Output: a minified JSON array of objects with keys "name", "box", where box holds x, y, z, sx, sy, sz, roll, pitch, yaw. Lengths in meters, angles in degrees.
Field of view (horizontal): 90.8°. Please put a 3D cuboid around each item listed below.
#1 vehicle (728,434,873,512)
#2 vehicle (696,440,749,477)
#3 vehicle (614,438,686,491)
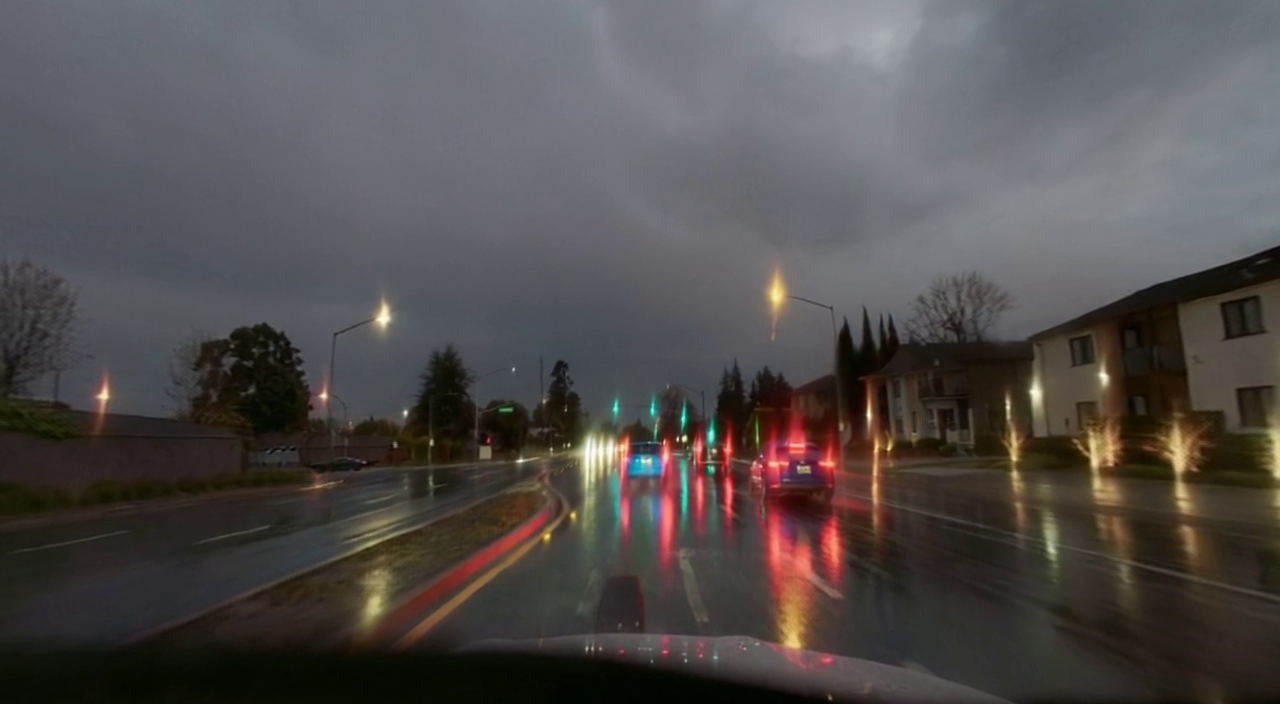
[{"name":"vehicle","box":[3.508,2.756,14.894,2.161,1.519,4.568,0,-9,-1]},{"name":"vehicle","box":[3.539,4.624,27.576,1.775,1.499,3.488,0,-9,-1]},{"name":"vehicle","box":[0.272,3.582,20.376,2.093,1.497,4.010,0,-9,0]}]
